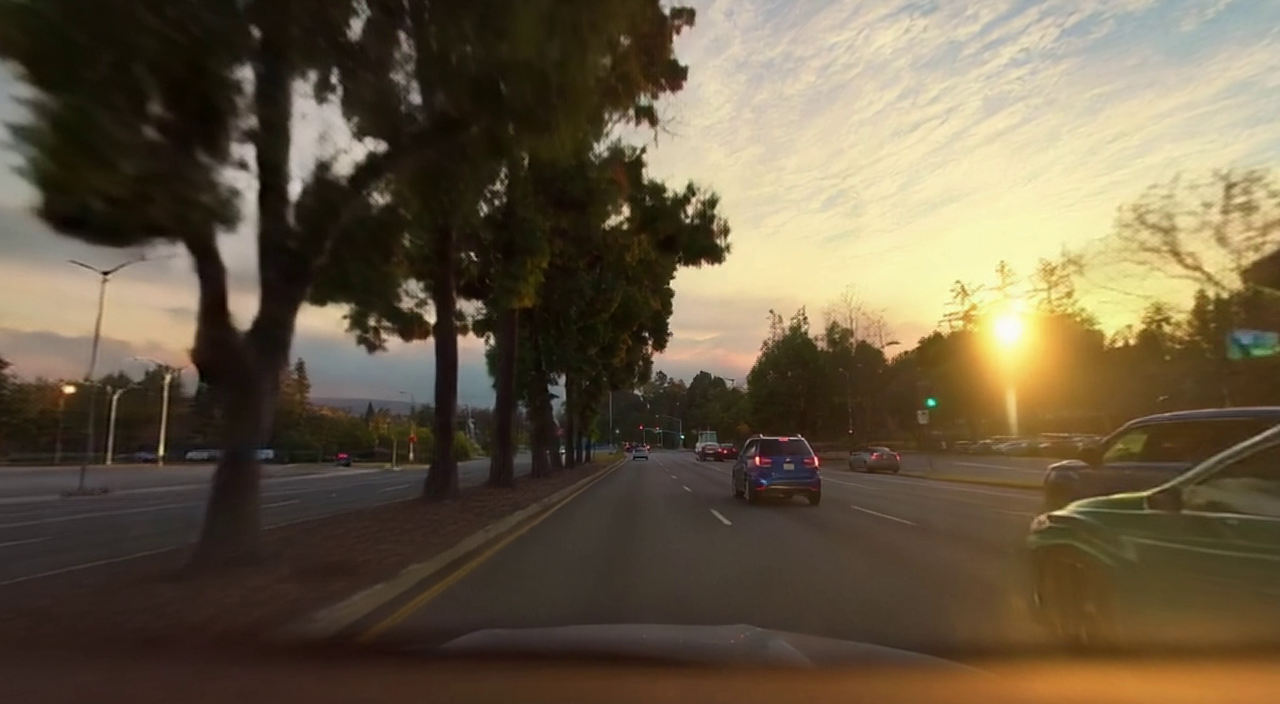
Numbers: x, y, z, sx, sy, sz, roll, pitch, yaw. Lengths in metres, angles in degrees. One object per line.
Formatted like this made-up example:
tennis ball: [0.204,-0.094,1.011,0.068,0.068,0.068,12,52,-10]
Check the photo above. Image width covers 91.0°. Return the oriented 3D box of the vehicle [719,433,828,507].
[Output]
vehicle: [3.365,3.049,16.763,2.075,1.698,4.142,0,-8,1]

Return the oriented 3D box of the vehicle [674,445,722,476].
vehicle: [2.911,5.538,32.418,1.980,1.484,4.093,0,-8,-1]

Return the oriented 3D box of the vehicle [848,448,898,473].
vehicle: [15.624,7.273,42.407,1.815,1.493,4.135,0,-8,0]

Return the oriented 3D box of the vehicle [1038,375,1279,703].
vehicle: [3.173,0.675,0.900,1.932,1.547,4.992,0,-8,0]
